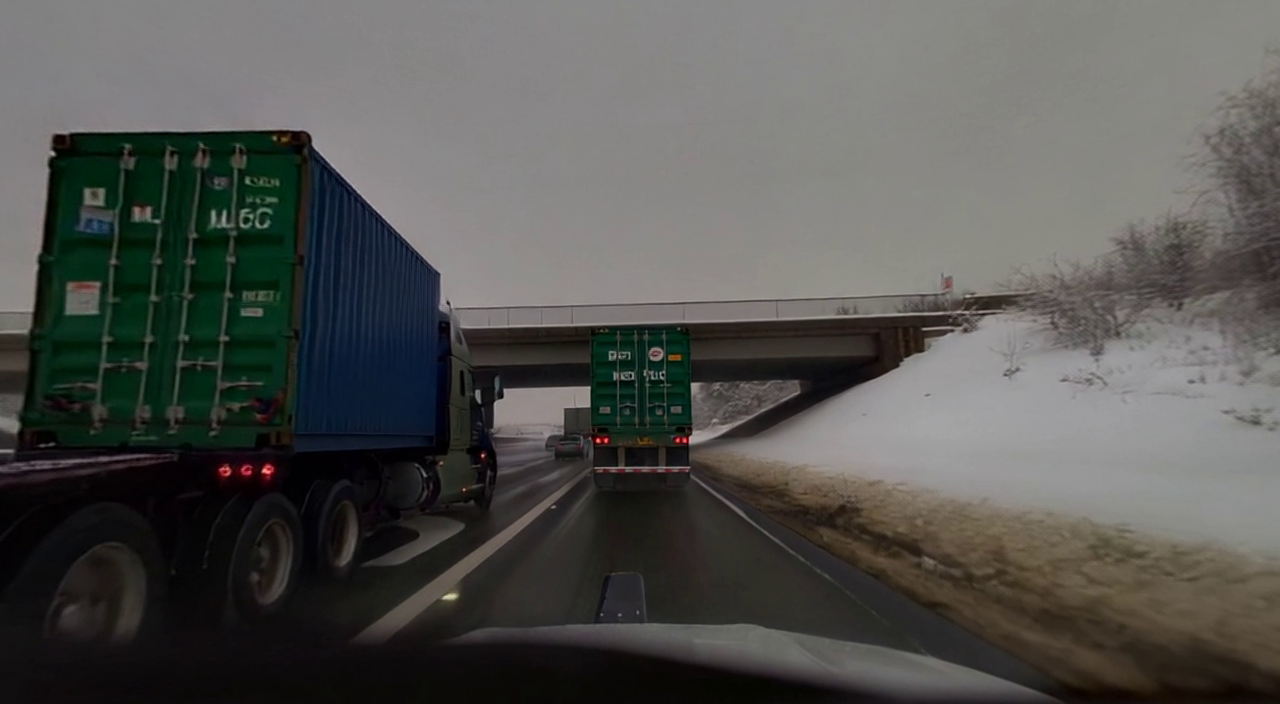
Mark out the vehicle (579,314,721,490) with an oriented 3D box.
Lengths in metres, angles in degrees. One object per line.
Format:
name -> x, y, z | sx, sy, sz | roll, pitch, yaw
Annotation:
vehicle -> 0.185, 1.710, 18.938 | 3.357, 4.212, 7.519 | 0, -9, -1

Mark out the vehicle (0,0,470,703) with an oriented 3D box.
vehicle -> -3.667, -0.527, 1.198 | 2.873, 4.198, 13.317 | 0, -9, 1
